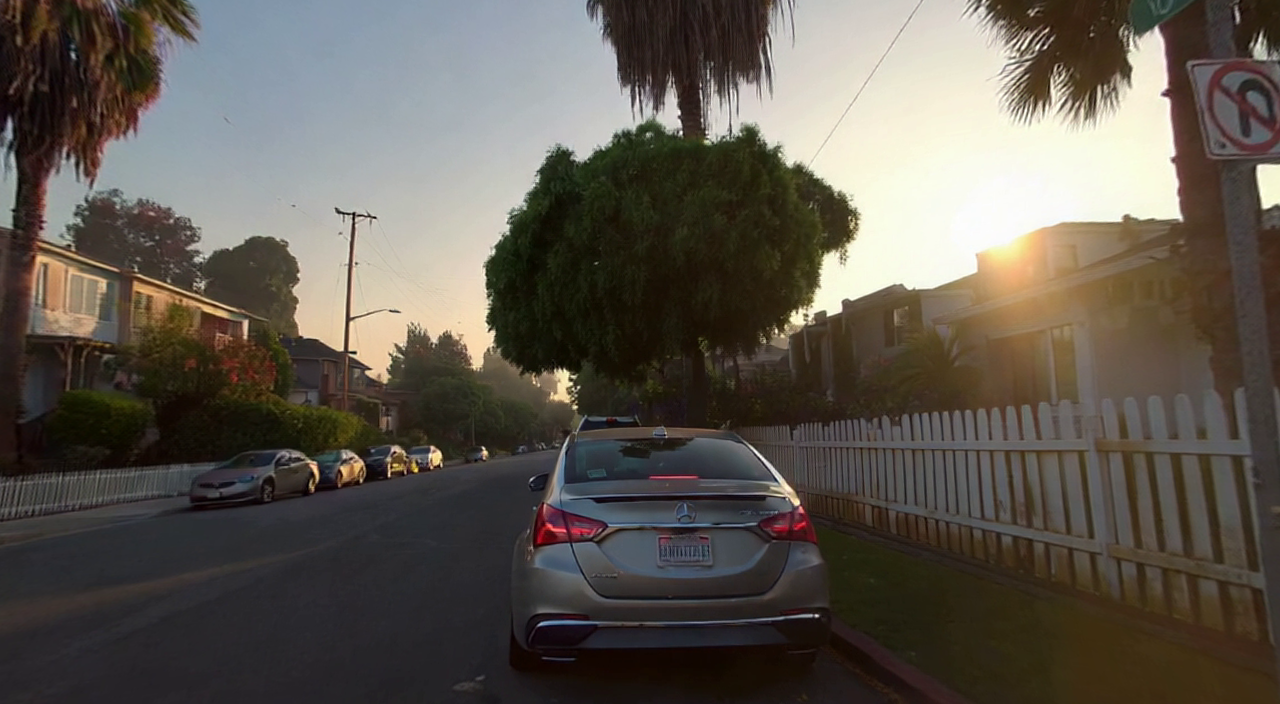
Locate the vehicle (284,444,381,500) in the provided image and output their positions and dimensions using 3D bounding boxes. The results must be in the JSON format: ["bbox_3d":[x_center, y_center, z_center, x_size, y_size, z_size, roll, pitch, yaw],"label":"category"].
[{"bbox_3d":[-12.162,4.711,25.270,2.048,1.485,4.757,-4,-4,-8],"label":"vehicle"}]

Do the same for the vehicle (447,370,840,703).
[{"bbox_3d":[-0.141,1.219,4.995,1.894,1.695,3.795,1,-8,-6],"label":"vehicle"}]

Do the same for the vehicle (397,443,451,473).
[{"bbox_3d":[-13.177,6.463,38.693,2.060,1.689,4.999,1,-8,-7],"label":"vehicle"}]

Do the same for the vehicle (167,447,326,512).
[{"bbox_3d":[-11.403,3.657,18.784,2.017,1.627,5.039,1,-8,-7],"label":"vehicle"}]
